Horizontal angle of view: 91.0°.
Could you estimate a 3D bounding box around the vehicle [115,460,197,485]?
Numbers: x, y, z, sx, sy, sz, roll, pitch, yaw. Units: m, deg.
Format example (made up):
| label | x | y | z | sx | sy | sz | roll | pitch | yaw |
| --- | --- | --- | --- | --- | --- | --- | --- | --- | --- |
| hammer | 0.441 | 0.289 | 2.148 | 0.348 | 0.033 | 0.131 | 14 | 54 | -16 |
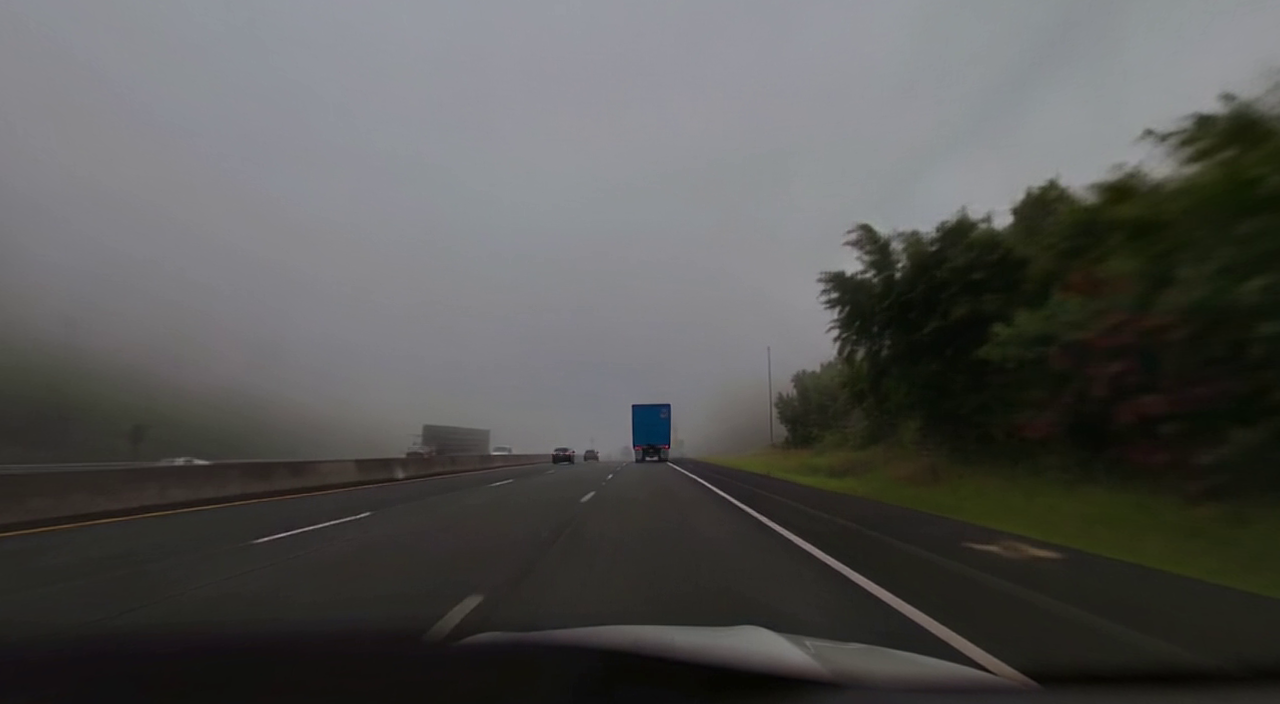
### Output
| label | x | y | z | sx | sy | sz | roll | pitch | yaw |
| --- | --- | --- | --- | --- | --- | --- | --- | --- | --- |
| vehicle | -35.484 | 8.816 | 46.374 | 1.871 | 1.622 | 4.890 | 0 | -9 | 5 |
